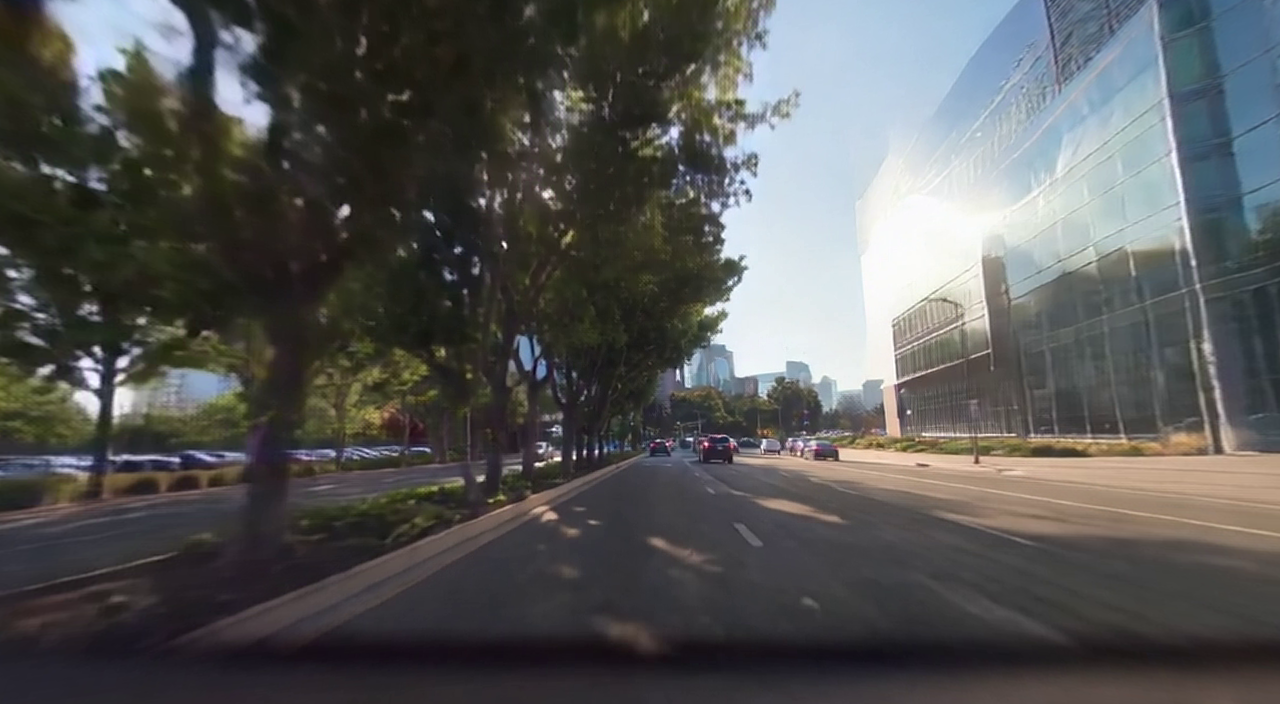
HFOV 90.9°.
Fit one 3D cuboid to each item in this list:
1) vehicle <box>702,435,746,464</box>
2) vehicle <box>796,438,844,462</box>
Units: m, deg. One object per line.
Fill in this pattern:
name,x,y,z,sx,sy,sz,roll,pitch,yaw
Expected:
vehicle,5.197,6.148,39.838,2.216,1.675,4.627,-1,-9,1
vehicle,11.711,6.447,41.345,1.840,1.467,4.731,-1,-9,1
